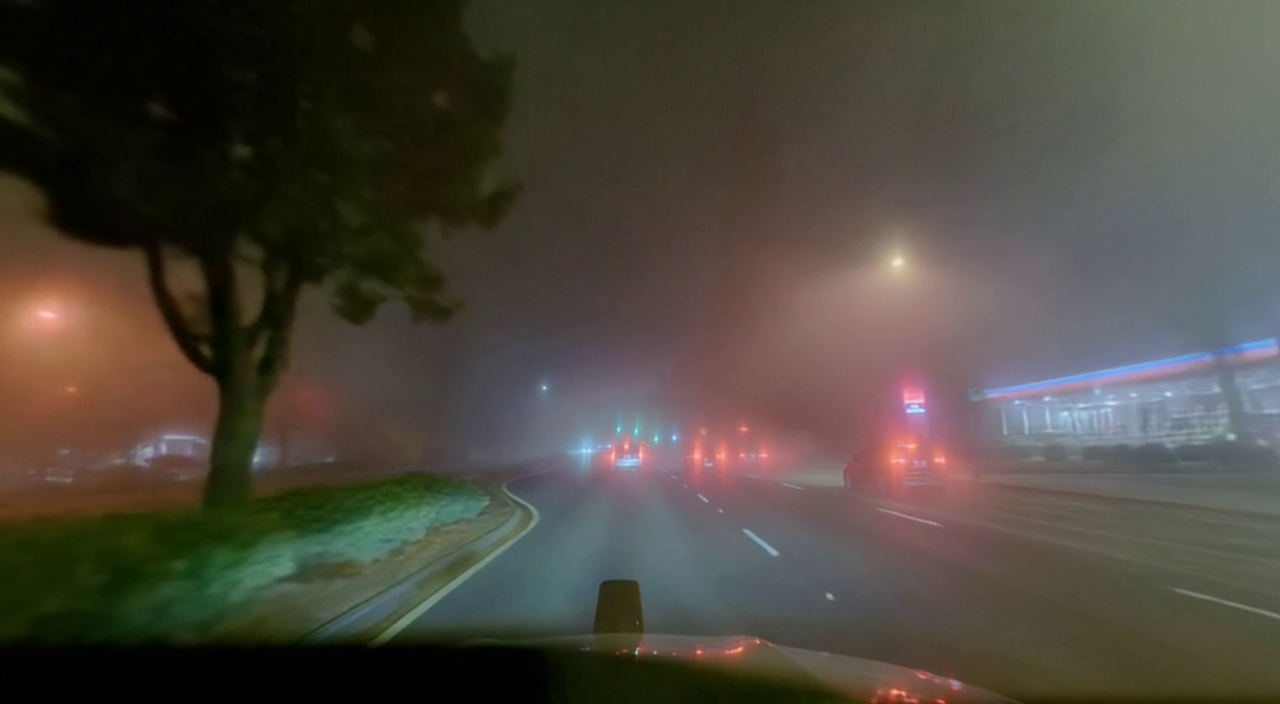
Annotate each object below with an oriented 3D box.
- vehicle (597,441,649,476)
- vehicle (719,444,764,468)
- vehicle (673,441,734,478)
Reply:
[{"bbox_3d":[-0.763,4.891,29.237,2.242,1.474,4.127,0,-8,-1],"label":"vehicle"},{"bbox_3d":[6.434,6.609,40.338,2.068,1.393,3.874,0,-8,-2],"label":"vehicle"},{"bbox_3d":[2.699,4.706,27.962,2.057,1.491,4.675,0,-8,-2],"label":"vehicle"}]
